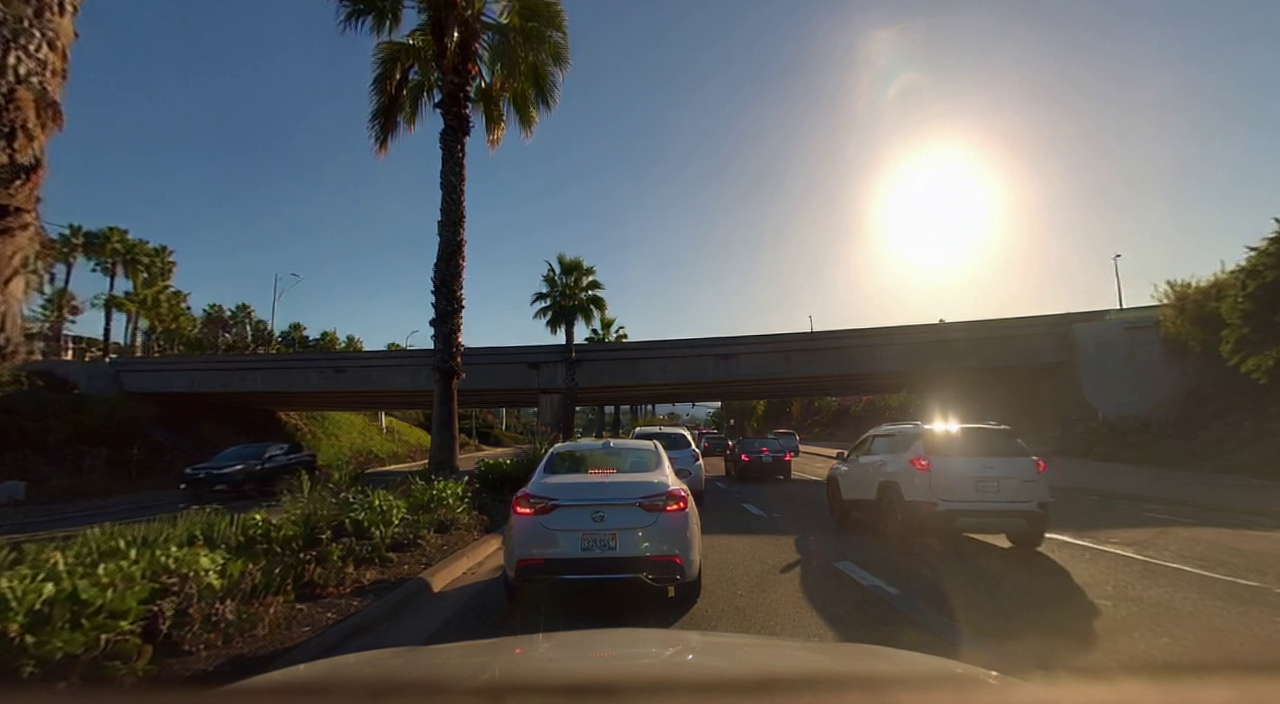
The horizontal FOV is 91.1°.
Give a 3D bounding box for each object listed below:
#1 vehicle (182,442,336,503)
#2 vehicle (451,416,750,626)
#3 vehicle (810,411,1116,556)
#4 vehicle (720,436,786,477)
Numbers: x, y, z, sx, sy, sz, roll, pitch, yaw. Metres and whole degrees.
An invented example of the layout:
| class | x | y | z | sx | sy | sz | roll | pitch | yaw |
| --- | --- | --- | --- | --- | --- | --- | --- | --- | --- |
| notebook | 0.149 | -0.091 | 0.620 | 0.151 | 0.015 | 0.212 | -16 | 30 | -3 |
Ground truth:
| class | x | y | z | sx | sy | sz | roll | pitch | yaw |
| --- | --- | --- | --- | --- | --- | --- | --- | --- | --- |
| vehicle | -11.784 | 3.714 | 19.874 | 2.084 | 1.704 | 4.485 | 0 | -9 | -1 |
| vehicle | -0.235 | 1.531 | 6.646 | 2.172 | 1.506 | 4.018 | 0 | -9 | 2 |
| vehicle | 4.277 | 1.837 | 9.505 | 2.149 | 1.609 | 4.807 | 0 | -9 | 1 |
| vehicle | 4.619 | 4.353 | 26.398 | 2.034 | 1.517 | 4.840 | 0 | -9 | 2 |
